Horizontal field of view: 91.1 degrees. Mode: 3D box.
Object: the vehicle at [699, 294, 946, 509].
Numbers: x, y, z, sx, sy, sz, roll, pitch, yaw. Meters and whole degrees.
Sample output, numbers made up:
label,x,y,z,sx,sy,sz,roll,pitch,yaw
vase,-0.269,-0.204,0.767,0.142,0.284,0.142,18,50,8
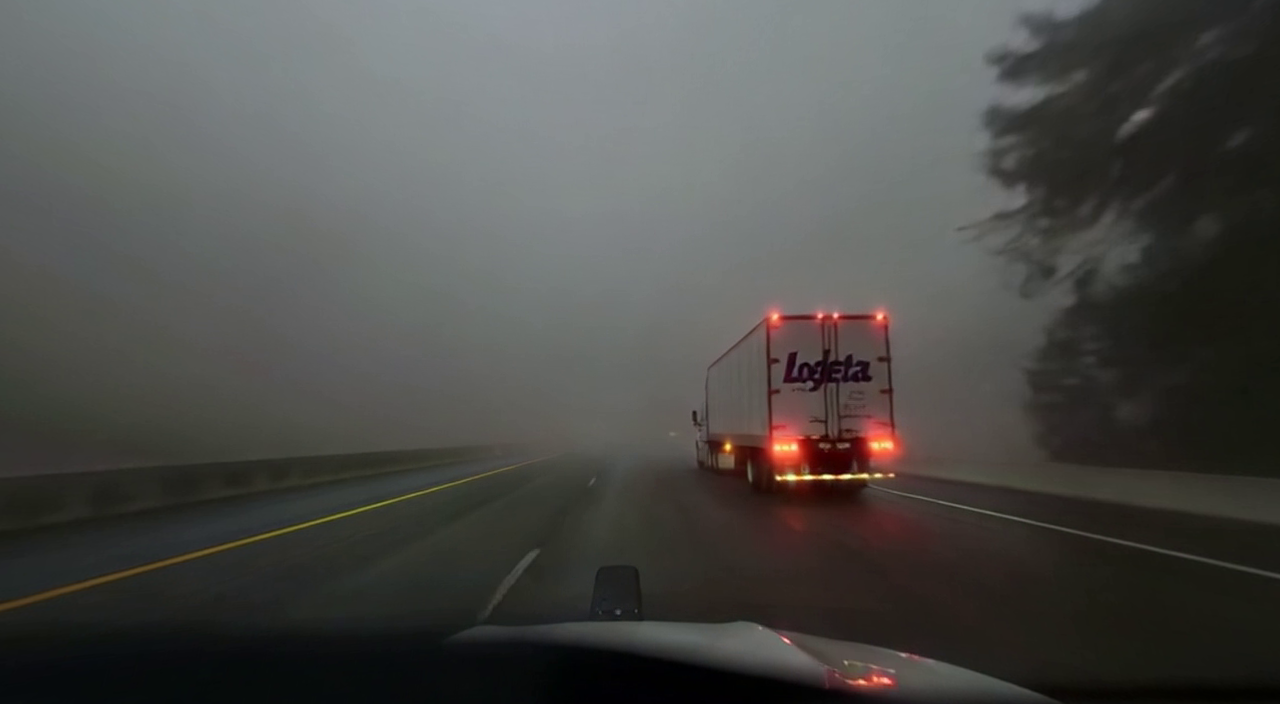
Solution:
label,x,y,z,sx,sy,sz,roll,pitch,yaw
vehicle,4.035,1.833,18.737,2.920,4.029,13.900,0,-8,-1
